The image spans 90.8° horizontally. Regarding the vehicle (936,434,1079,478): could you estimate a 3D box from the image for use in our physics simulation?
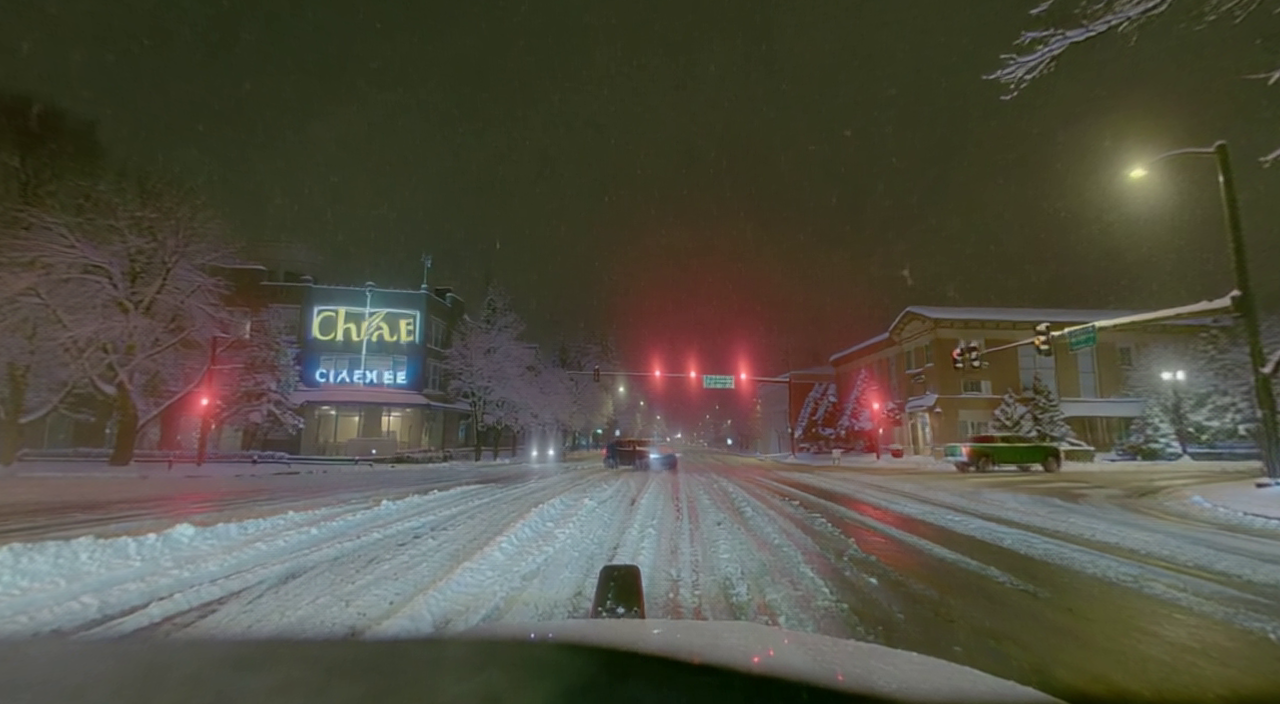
[{"bbox_3d":[17.200,4.862,29.666,5.667,1.927,2.289,2,-9,-14],"label":"vehicle"}]

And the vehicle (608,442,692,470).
[{"bbox_3d":[0.508,5.682,34.732,4.457,1.464,1.879,-7,-11,41],"label":"vehicle"}]

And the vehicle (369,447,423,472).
[{"bbox_3d":[-16.247,7.146,42.252,1.883,1.586,4.297,0,-9,0],"label":"vehicle"}]

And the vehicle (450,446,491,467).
[{"bbox_3d":[-12.599,7.766,47.093,1.946,1.474,4.008,0,-9,0],"label":"vehicle"}]
